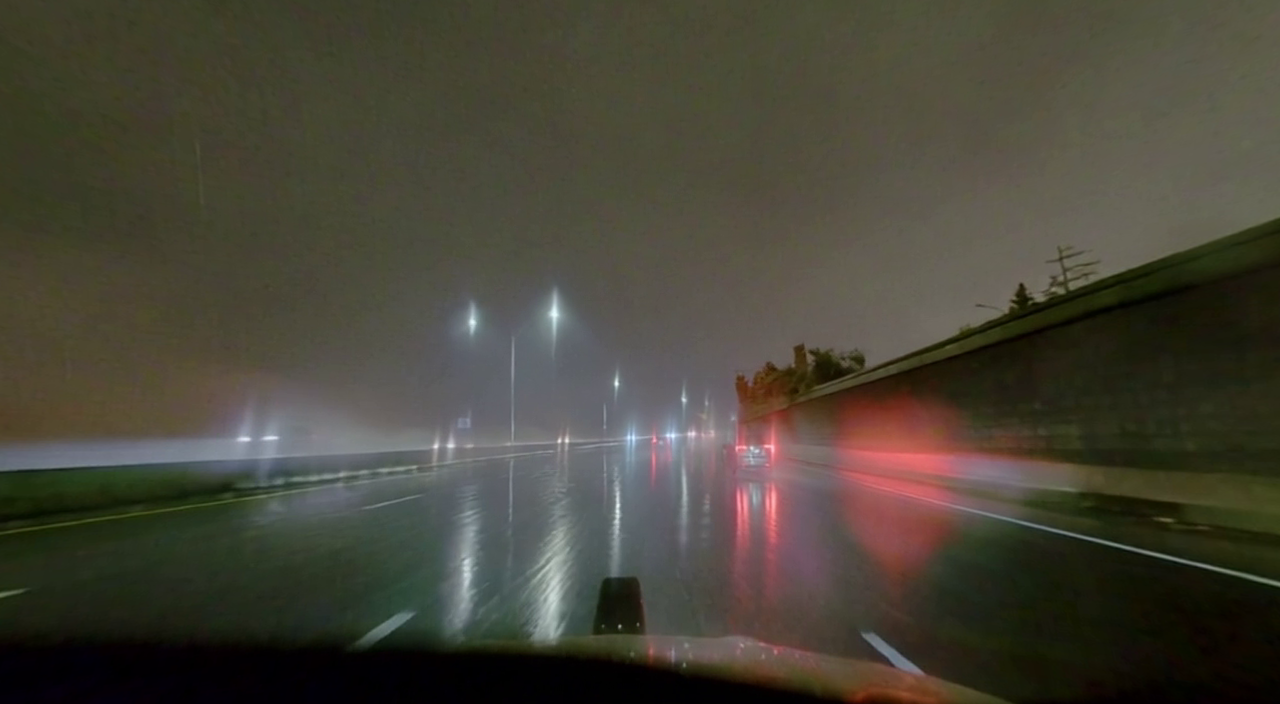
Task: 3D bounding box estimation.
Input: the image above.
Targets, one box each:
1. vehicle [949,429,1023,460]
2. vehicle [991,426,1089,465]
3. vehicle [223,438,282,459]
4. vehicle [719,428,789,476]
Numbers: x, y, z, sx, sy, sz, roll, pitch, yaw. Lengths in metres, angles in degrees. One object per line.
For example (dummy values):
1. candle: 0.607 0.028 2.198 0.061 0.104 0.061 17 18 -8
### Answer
1. vehicle: 20.125 5.419 36.859 1.852 1.730 4.661 -1 -8 3
2. vehicle: 19.505 4.588 30.991 1.912 1.756 4.768 -1 -8 4
3. vehicle: -28.026 6.975 45.612 1.758 1.461 3.679 -1 -8 3
4. vehicle: 4.426 3.959 25.112 2.090 1.715 4.228 0 -8 1
